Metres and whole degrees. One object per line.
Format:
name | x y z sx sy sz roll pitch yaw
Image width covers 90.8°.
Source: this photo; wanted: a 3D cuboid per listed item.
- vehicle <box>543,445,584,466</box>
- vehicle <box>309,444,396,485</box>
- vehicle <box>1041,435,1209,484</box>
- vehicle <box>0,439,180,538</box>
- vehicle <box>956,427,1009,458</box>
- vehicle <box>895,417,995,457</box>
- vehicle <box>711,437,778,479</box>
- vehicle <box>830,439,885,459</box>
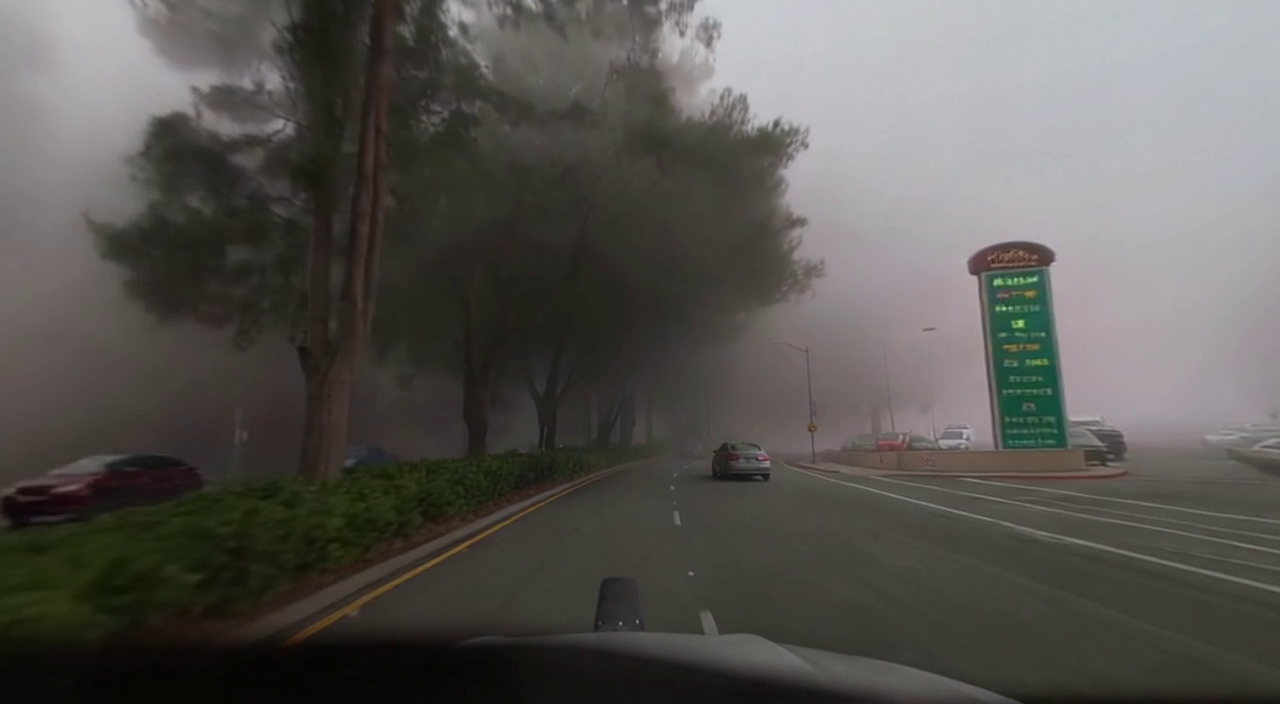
vehicle | -5.719 7.746 47.611 1.961 1.468 4.396 -2 -9 9
vehicle | -13.220 5.175 29.301 1.778 1.647 4.072 -3 -8 6
vehicle | 17.556 3.962 23.190 4.512 1.561 1.846 -8 -11 28
vehicle | -12.279 2.723 13.154 1.951 1.731 4.440 -1 -9 1
vehicle | 21.936 5.836 40.662 2.406 1.847 5.320 -4 -9 23
vehicle | 22.223 6.258 46.159 6.303 2.740 2.215 -5 -9 28
vehicle | 4.060 4.205 25.280 2.132 1.497 4.827 -1 -9 4
vehicle | 16.828 7.529 48.864 3.655 1.464 1.759 -5 -10 28
